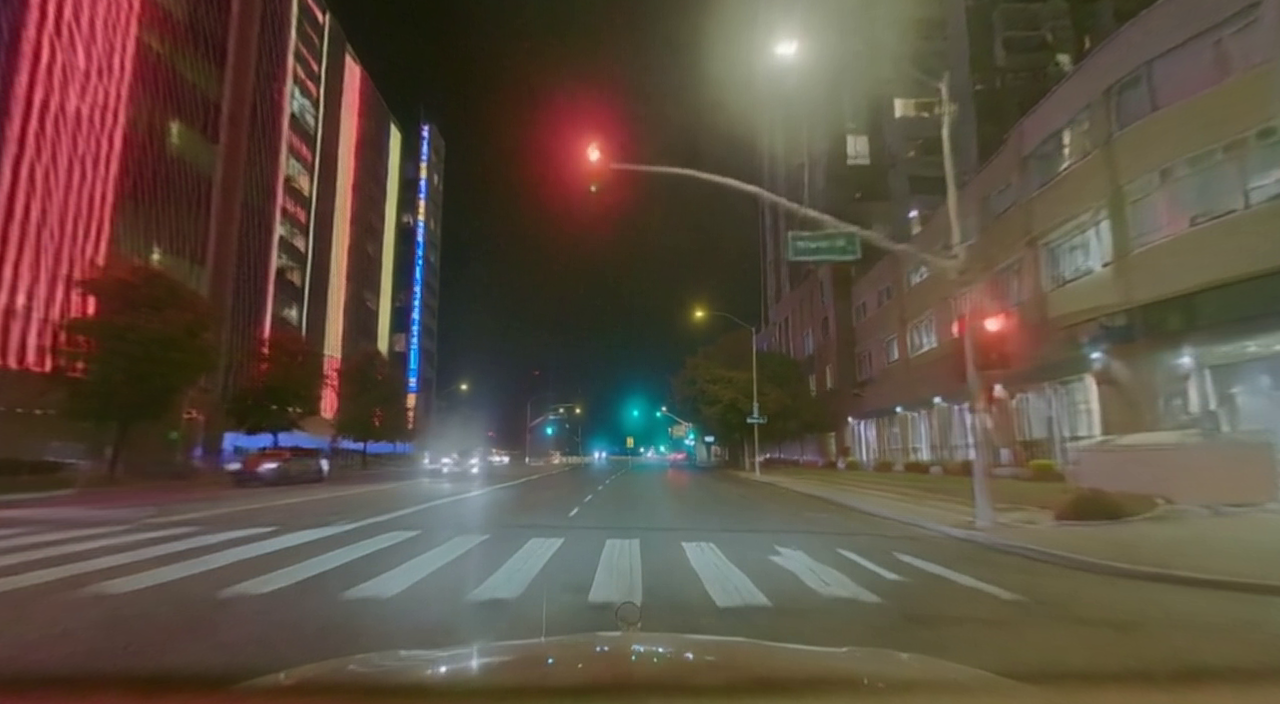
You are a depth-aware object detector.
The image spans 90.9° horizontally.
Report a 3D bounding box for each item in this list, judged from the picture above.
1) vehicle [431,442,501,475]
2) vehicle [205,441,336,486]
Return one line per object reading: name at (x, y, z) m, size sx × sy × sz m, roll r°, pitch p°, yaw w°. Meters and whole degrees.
vehicle at (-8.644, 5.334, 31.816) m, size 1.939 × 1.482 × 4.673 m, roll 0°, pitch -9°, yaw 4°
vehicle at (-13.335, 4.035, 23.107) m, size 1.965 × 1.474 × 4.376 m, roll 0°, pitch -9°, yaw 3°
